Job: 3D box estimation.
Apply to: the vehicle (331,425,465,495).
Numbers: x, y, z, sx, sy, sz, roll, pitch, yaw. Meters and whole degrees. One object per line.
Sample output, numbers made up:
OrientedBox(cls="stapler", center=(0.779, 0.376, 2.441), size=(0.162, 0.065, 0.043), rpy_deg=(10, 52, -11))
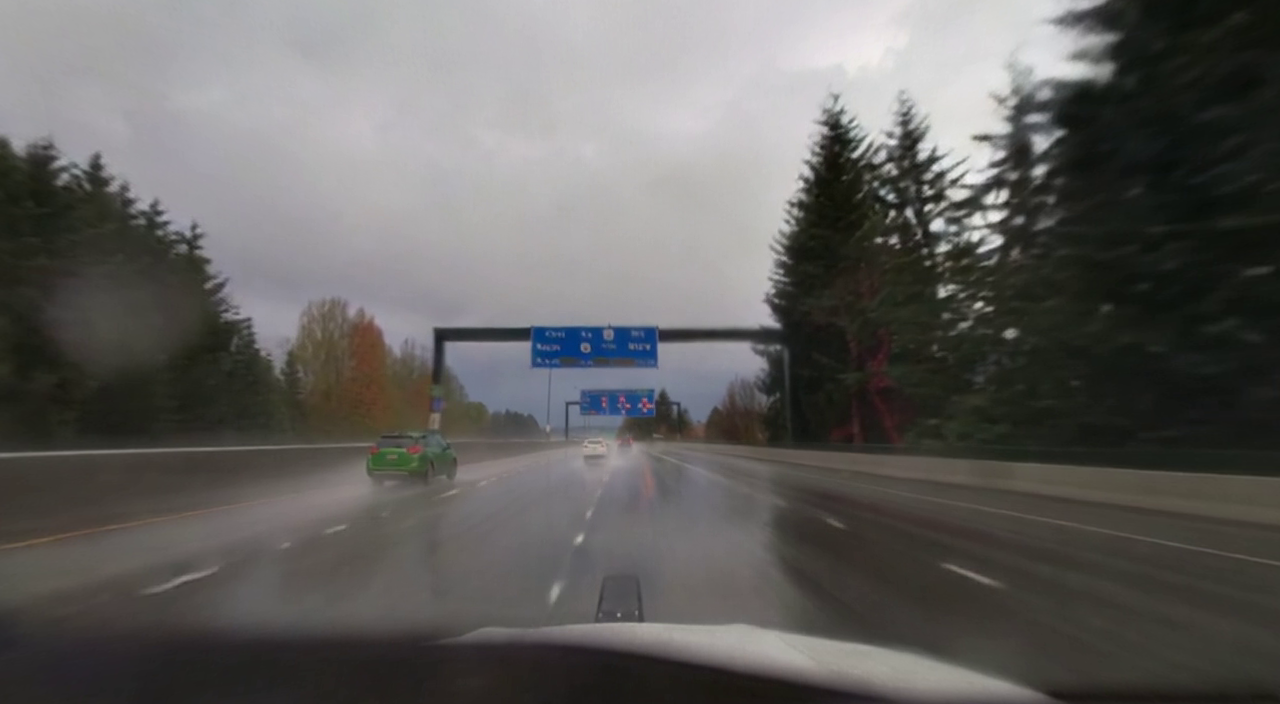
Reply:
OrientedBox(cls="vehicle", center=(-6.612, 2.981, 17.843), size=(2.111, 1.689, 4.505), rpy_deg=(0, -8, -2))

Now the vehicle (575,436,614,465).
OrientedBox(cls="vehicle", center=(-2.522, 5.584, 35.978), size=(2.010, 1.534, 4.013), rpy_deg=(0, -8, -1))
